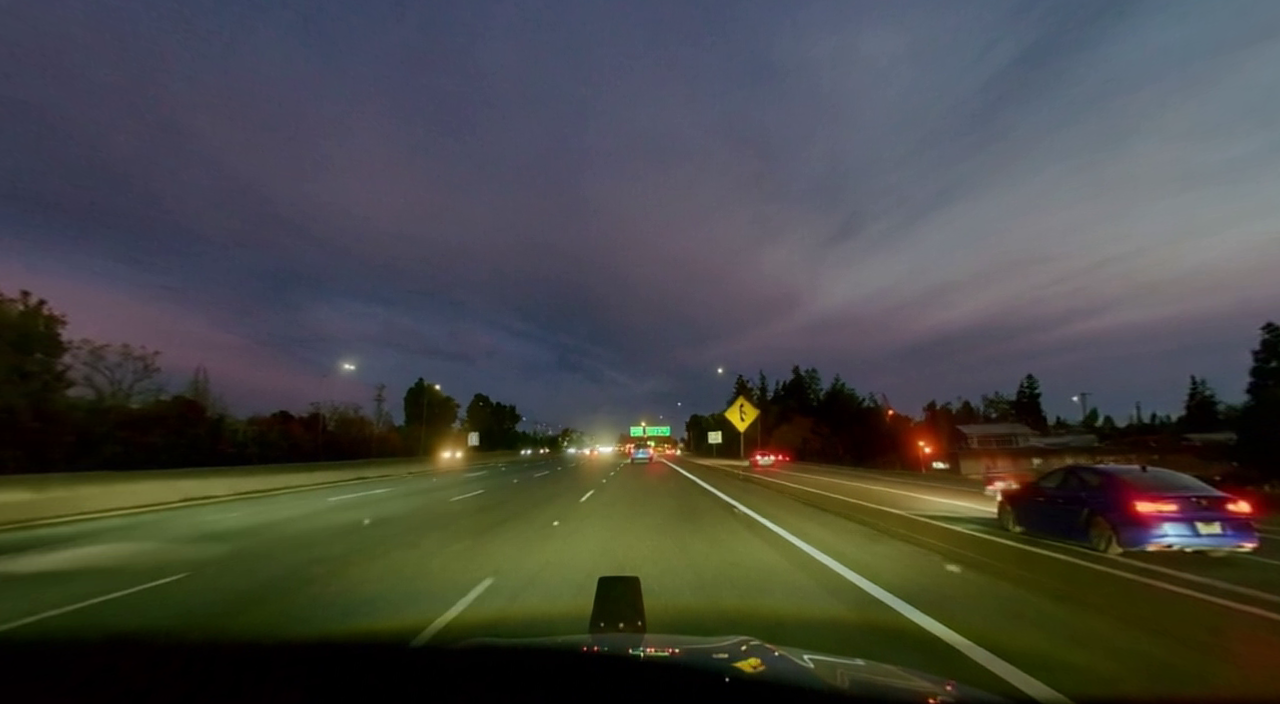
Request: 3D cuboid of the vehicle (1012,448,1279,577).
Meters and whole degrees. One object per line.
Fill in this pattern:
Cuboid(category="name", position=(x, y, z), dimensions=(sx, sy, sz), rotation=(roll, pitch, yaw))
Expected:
Cuboid(category="vehicle", position=(11.054, 3.026, 13.137), dimensions=(2.599, 1.962, 5.759), rotation=(1, -8, -7))

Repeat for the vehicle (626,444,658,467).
Cuboid(category="vehicle", position=(0.144, 6.990, 42.958), dimensions=(2.051, 1.443, 3.770), rotation=(0, -8, 0))
